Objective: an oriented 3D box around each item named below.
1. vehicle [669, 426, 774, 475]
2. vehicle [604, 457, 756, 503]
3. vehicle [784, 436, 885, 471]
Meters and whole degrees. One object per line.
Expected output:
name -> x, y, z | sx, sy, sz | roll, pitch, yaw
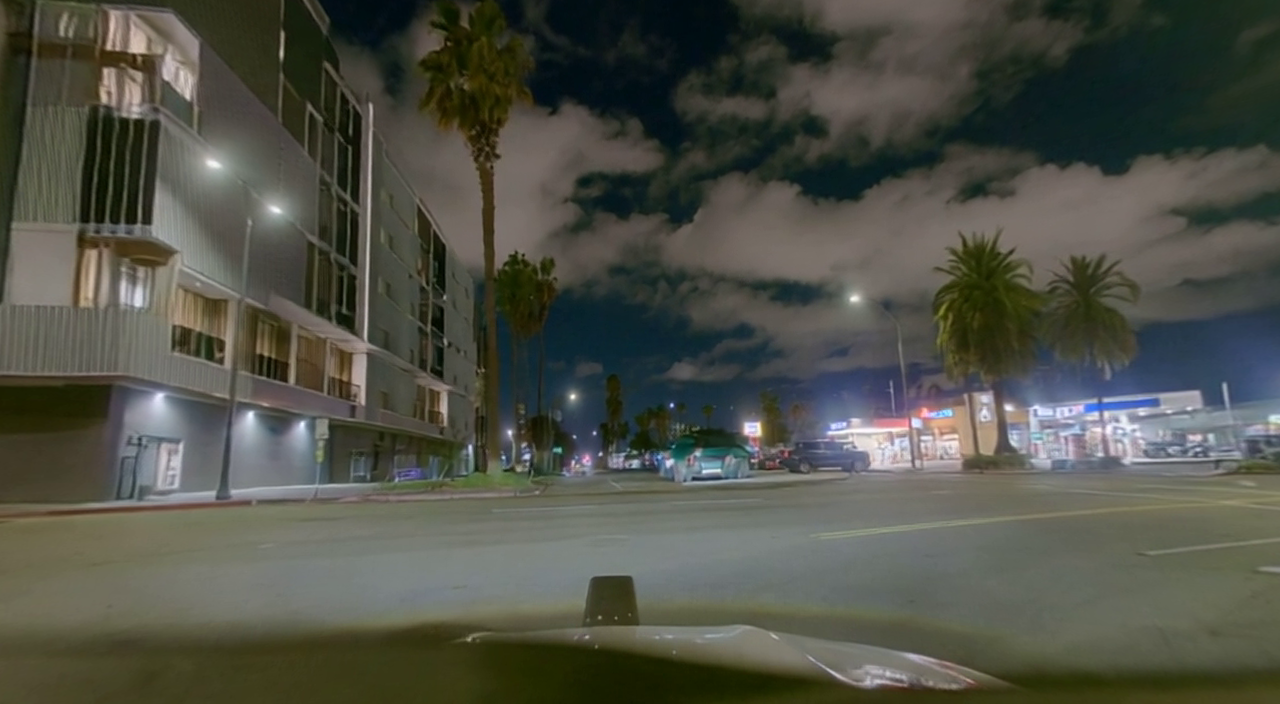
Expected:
vehicle -> 4.725, 5.692, 36.541 | 5.524, 2.504, 2.196 | 6, -8, -18
vehicle -> 1.333, 4.238, 21.206 | 4.782, 1.371, 1.763 | 4, -9, -22
vehicle -> 14.289, 7.477, 46.479 | 7.026, 2.329, 2.545 | 4, -7, -21
